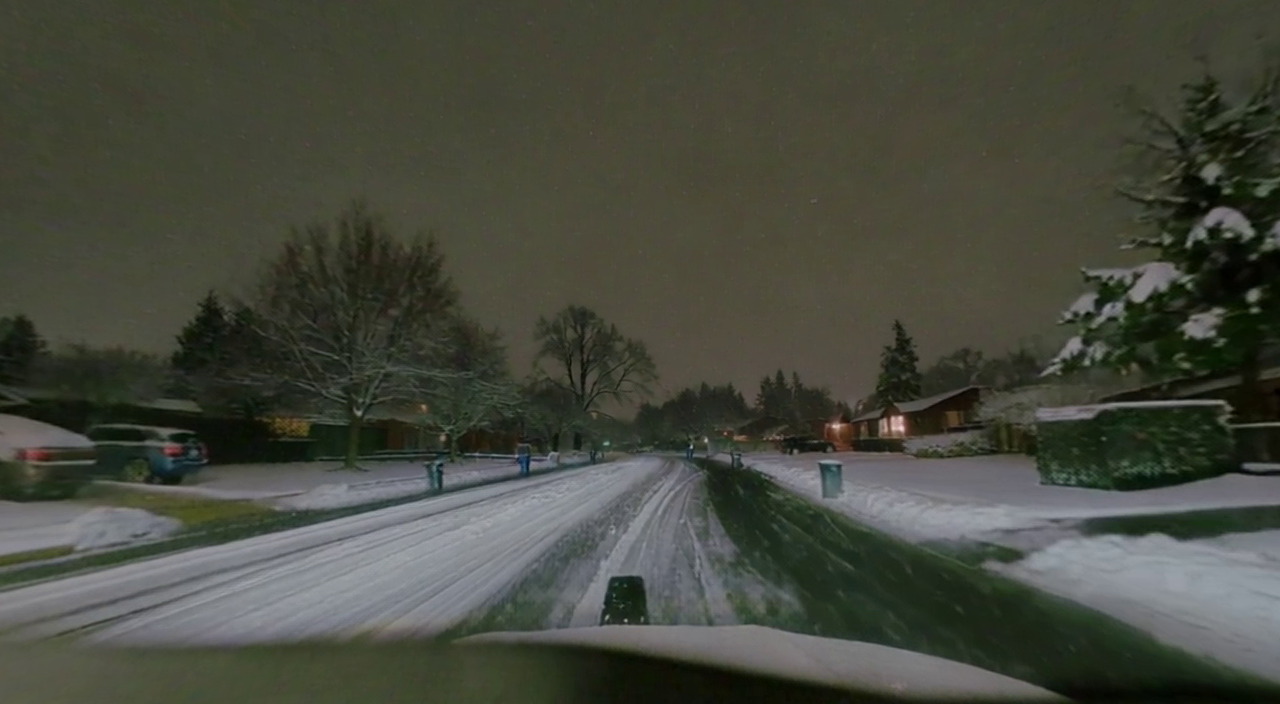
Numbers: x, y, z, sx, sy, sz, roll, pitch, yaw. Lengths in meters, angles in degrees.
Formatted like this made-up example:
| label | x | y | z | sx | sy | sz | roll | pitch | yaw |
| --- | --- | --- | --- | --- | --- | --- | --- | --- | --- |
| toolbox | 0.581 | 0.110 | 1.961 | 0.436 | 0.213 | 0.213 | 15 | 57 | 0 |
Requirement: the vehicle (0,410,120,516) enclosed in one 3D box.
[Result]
| label | x | y | z | sx | sy | sz | roll | pitch | yaw |
| --- | --- | --- | --- | --- | --- | --- | --- | --- | --- |
| vehicle | -13.192 | 1.945 | 12.014 | 4.587 | 1.786 | 2.127 | 4 | -9 | 2 |
